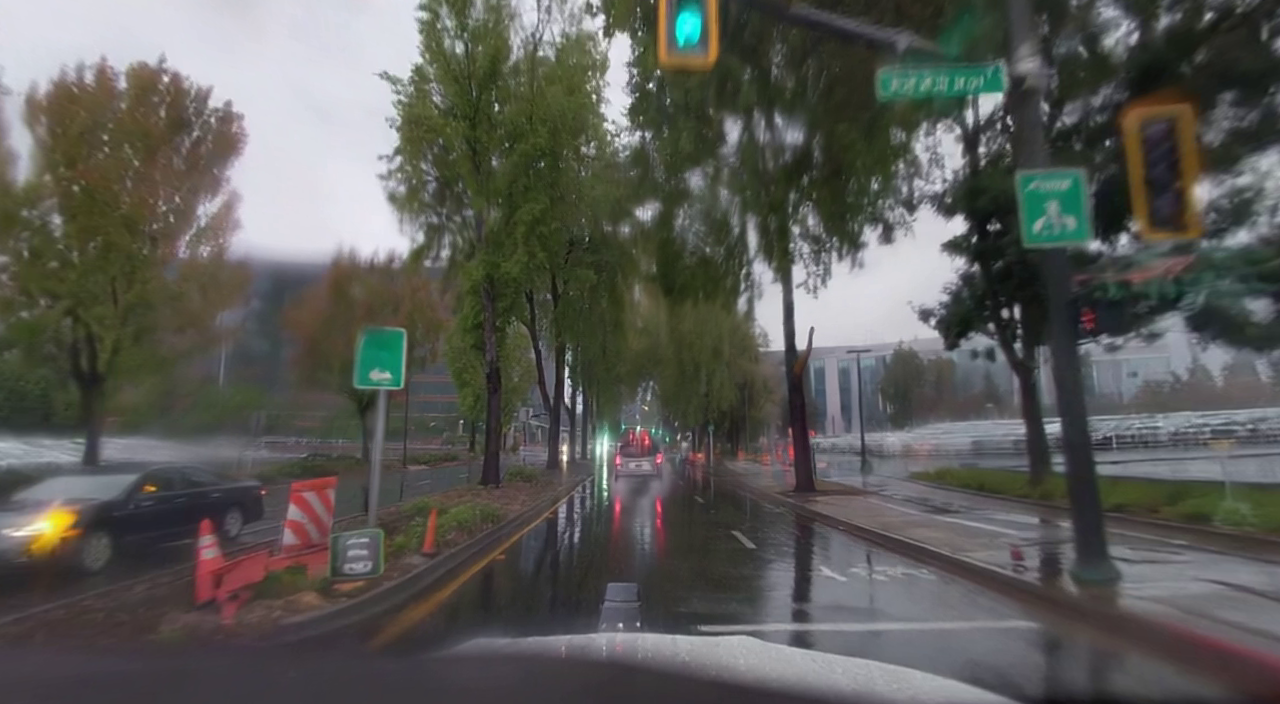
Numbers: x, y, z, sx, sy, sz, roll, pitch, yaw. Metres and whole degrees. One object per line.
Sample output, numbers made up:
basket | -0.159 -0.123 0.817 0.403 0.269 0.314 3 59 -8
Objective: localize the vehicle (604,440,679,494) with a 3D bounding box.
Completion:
vehicle | 0.069 3.571 20.059 2.114 1.493 4.430 0 -8 1

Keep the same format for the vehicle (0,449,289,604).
vehicle | -6.949 2.033 8.399 1.933 1.433 4.590 0 -8 0
